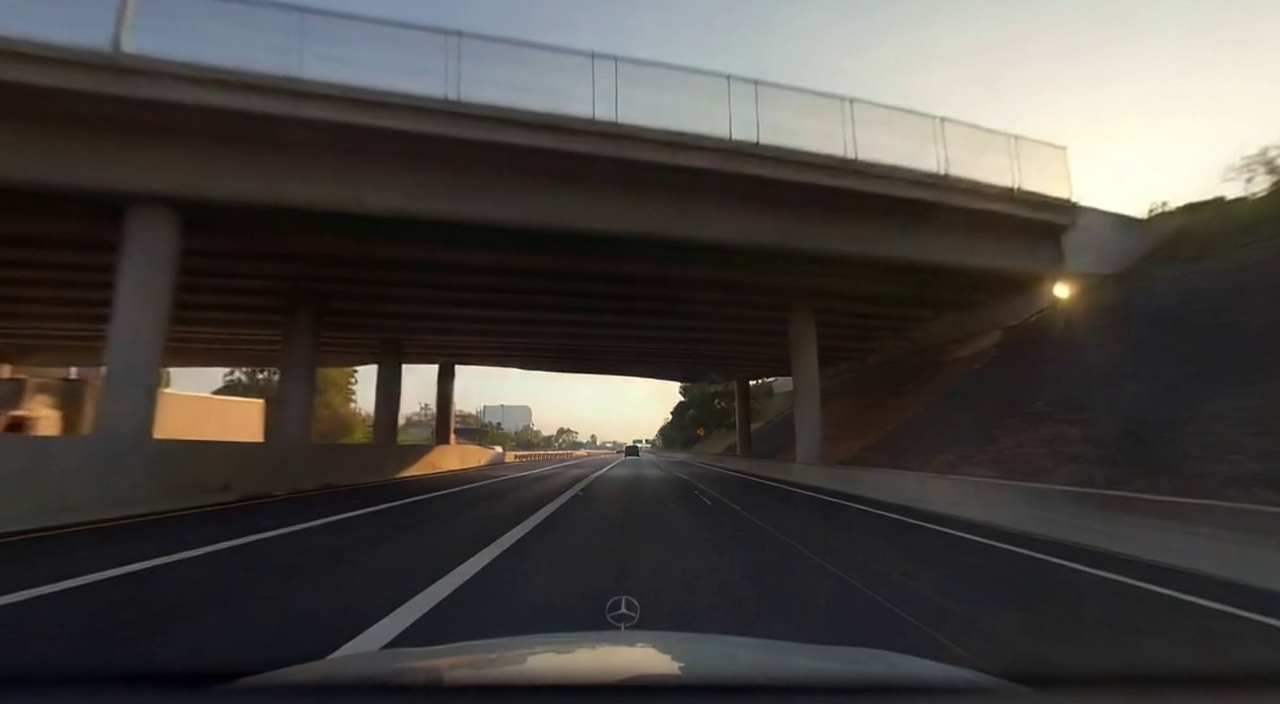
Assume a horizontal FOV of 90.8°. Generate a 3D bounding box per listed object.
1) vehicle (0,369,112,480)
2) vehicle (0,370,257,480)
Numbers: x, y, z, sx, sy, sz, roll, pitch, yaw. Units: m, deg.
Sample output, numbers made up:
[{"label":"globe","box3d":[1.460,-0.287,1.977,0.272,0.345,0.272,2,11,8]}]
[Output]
[{"label":"vehicle","box3d":[-24.465,2.794,23.783,3.209,3.947,6.545,0,-9,0]},{"label":"vehicle","box3d":[-24.530,3.792,30.475,3.072,4.067,14.457,0,-9,0]}]
